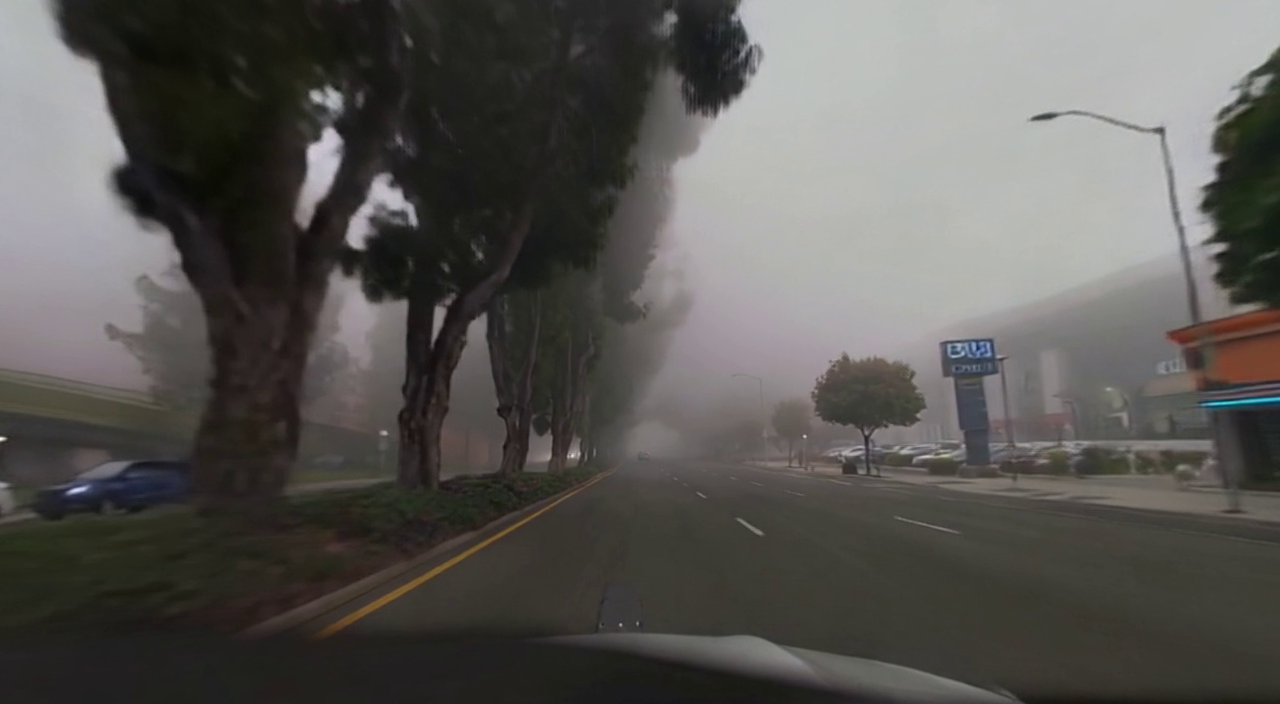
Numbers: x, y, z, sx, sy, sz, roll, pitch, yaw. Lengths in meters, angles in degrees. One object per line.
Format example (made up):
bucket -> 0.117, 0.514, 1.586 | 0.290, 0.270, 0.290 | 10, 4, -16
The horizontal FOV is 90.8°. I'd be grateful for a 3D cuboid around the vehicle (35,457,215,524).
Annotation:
vehicle -> -16.886, 4.506, 21.153 | 1.993, 1.887, 4.722 | -1, -9, 0
